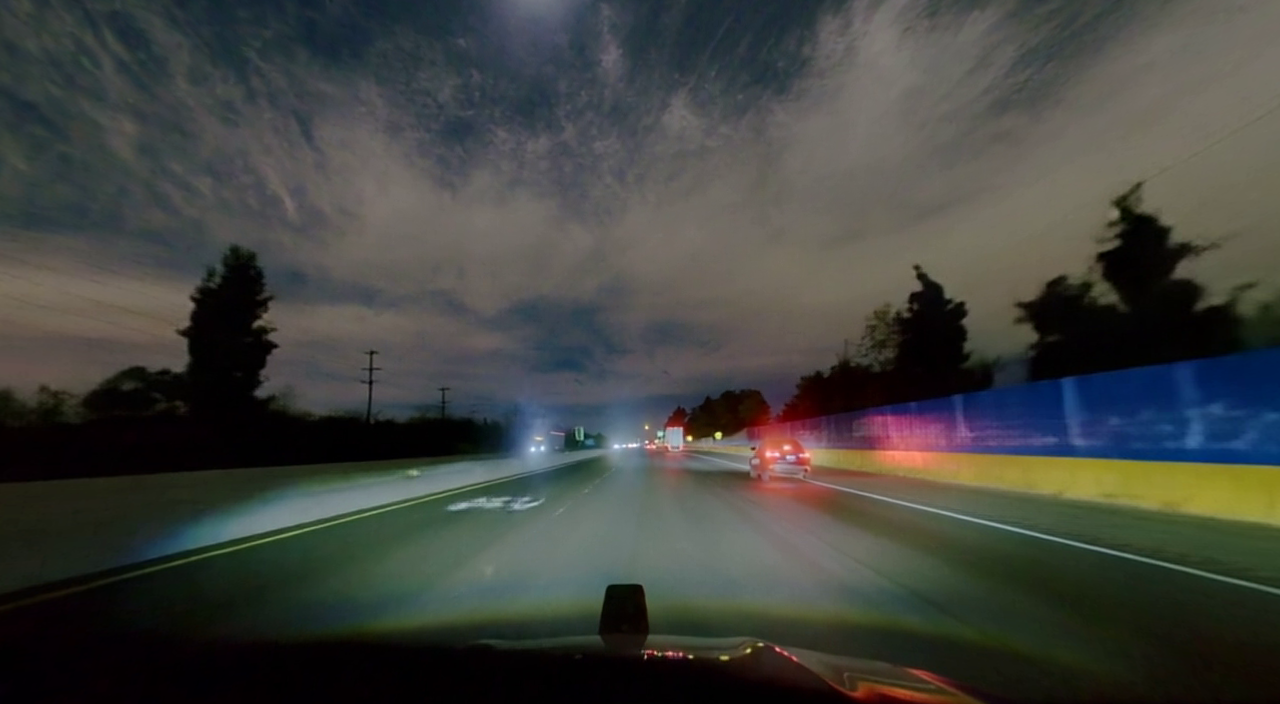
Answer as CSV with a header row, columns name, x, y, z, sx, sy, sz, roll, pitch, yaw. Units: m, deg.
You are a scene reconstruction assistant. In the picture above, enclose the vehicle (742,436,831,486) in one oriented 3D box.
name,x,y,z,sx,sy,sz,roll,pitch,yaw
vehicle,4.796,3.609,21.147,1.991,1.494,3.951,0,-8,-1
